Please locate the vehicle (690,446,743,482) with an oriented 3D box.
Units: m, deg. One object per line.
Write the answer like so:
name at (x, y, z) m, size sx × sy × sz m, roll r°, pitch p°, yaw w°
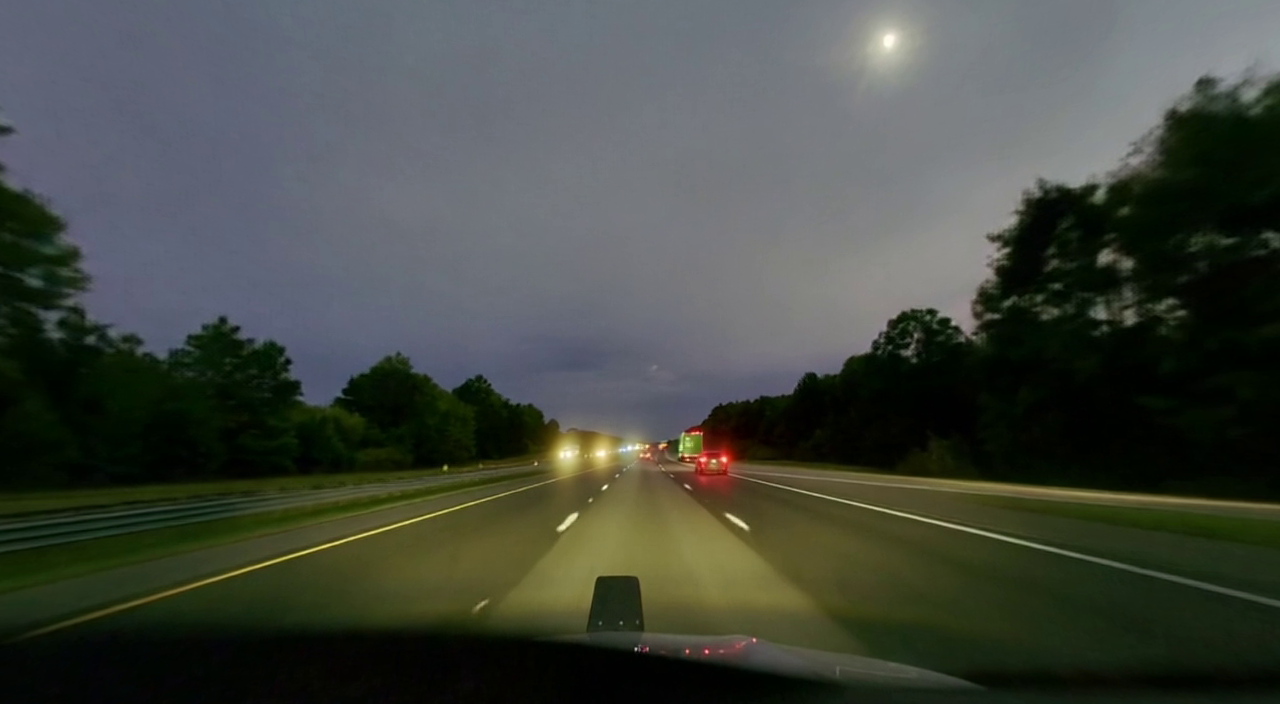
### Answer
vehicle at (3.599, 5.368, 30.435) m, size 2.019 × 1.601 × 3.953 m, roll 0°, pitch -9°, yaw -1°
